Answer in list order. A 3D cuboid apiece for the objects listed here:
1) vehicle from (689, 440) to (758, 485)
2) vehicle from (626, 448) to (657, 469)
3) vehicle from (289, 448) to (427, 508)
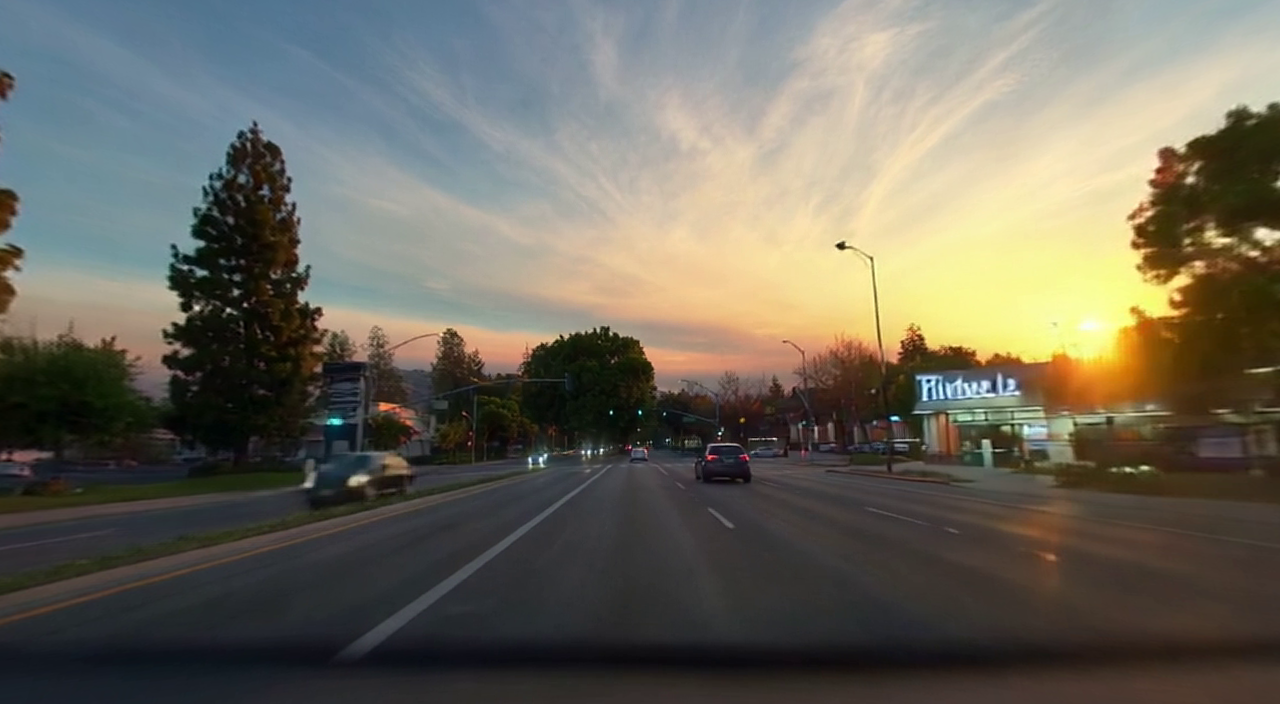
[{"bbox_3d":[3.241,4.407,25.498,2.022,1.643,4.326,0,-9,-2],"label":"vehicle"},{"bbox_3d":[0.071,7.699,45.890,2.135,1.468,4.076,0,-9,-1],"label":"vehicle"},{"bbox_3d":[-8.217,3.687,18.989,1.990,1.534,4.630,0,-9,0],"label":"vehicle"}]
